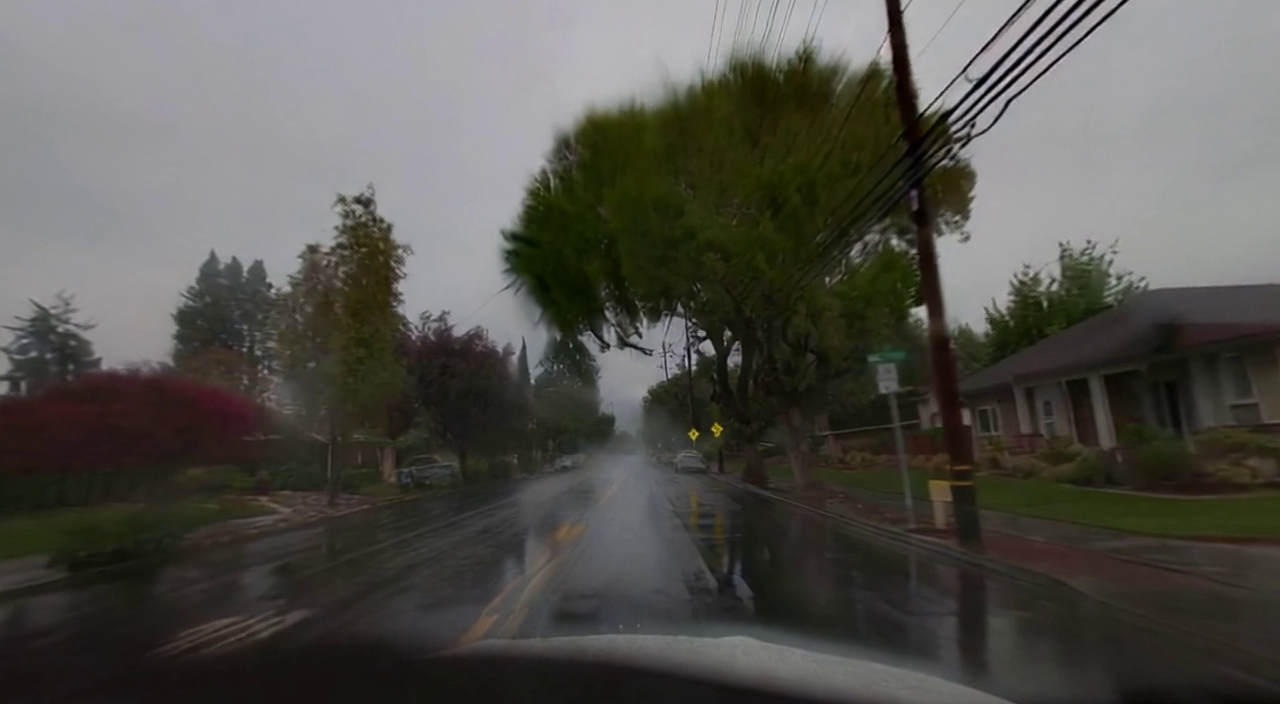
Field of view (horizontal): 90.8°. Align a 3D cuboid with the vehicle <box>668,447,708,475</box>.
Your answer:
[{"bbox_3d":[3.135,7.201,41.843,2.128,1.724,4.492,0,-9,-2],"label":"vehicle"}]

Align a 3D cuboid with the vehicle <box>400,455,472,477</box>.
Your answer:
[{"bbox_3d":[-14.964,8.381,46.578,4.647,1.497,1.970,0,-9,-2],"label":"vehicle"}]
